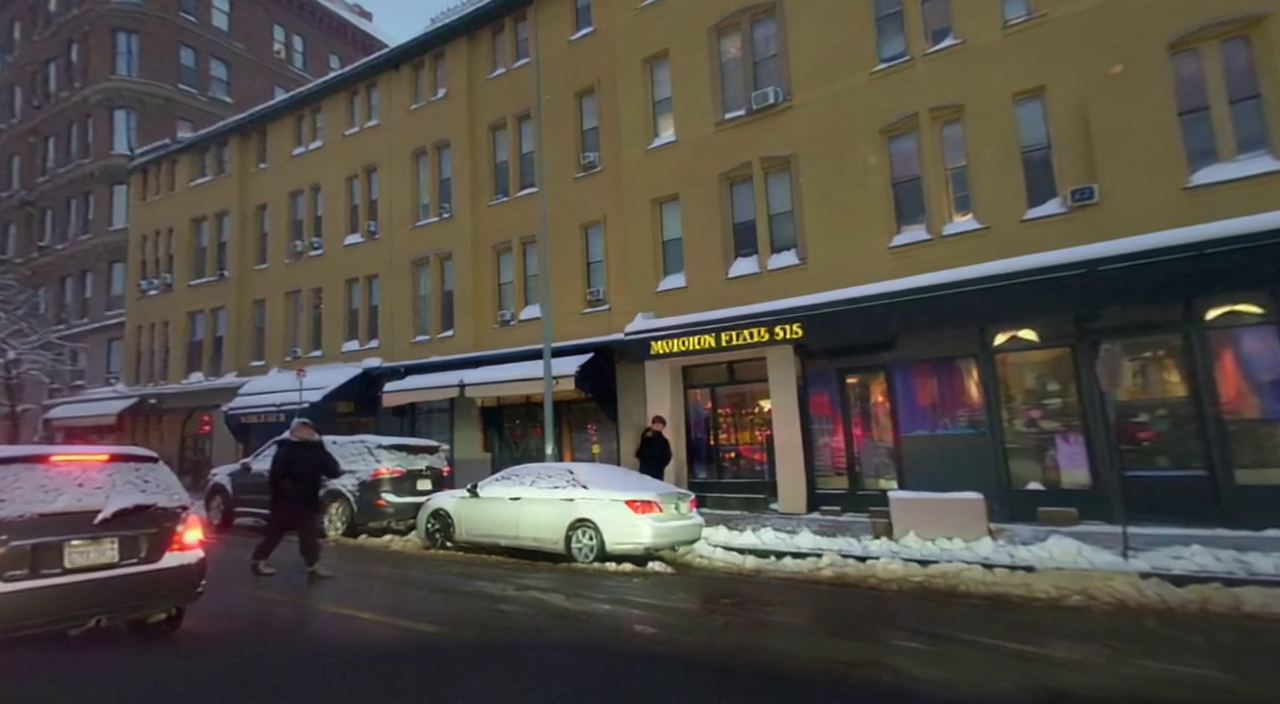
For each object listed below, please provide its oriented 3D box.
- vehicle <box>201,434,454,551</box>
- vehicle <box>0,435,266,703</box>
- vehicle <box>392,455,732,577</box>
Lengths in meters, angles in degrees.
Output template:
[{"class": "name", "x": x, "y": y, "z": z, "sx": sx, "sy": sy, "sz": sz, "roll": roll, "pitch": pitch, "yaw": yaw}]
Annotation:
[{"class": "vehicle", "x": -6.003, "y": 2.554, "z": 12.108, "sx": 4.580, "sy": 1.853, "sz": 1.862, "roll": -5, "pitch": -10, "yaw": 27}, {"class": "vehicle", "x": -5.151, "y": 1.406, "z": 4.876, "sx": 4.330, "sy": 1.458, "sz": 1.932, "roll": -5, "pitch": -10, "yaw": 30}, {"class": "vehicle", "x": -1.221, "y": 2.301, "z": 9.569, "sx": 4.830, "sy": 1.421, "sz": 1.826, "roll": -4, "pitch": -9, "yaw": 25}]
